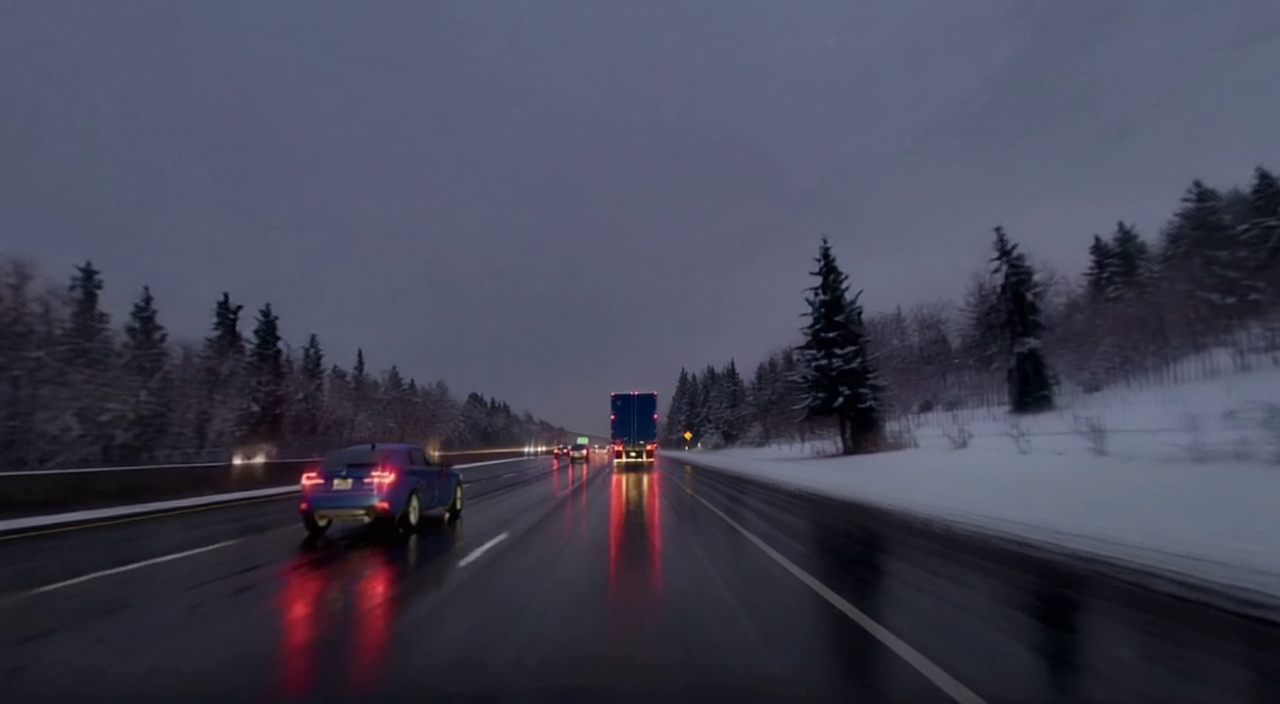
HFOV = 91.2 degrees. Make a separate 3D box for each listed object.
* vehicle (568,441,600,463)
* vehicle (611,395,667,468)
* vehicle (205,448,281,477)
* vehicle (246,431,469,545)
[{"bbox_3d":[-4.149,7.507,46.943,2.006,1.572,4.082,0,-9,0],"label":"vehicle"},{"bbox_3d":[-0.180,5.285,40.592,3.123,4.094,10.812,0,-9,-1],"label":"vehicle"},{"bbox_3d":[-24.554,6.827,38.969,1.872,1.634,4.410,0,-9,0],"label":"vehicle"},{"bbox_3d":[-4.284,2.108,10.292,1.895,1.500,3.808,0,-9,0],"label":"vehicle"}]
